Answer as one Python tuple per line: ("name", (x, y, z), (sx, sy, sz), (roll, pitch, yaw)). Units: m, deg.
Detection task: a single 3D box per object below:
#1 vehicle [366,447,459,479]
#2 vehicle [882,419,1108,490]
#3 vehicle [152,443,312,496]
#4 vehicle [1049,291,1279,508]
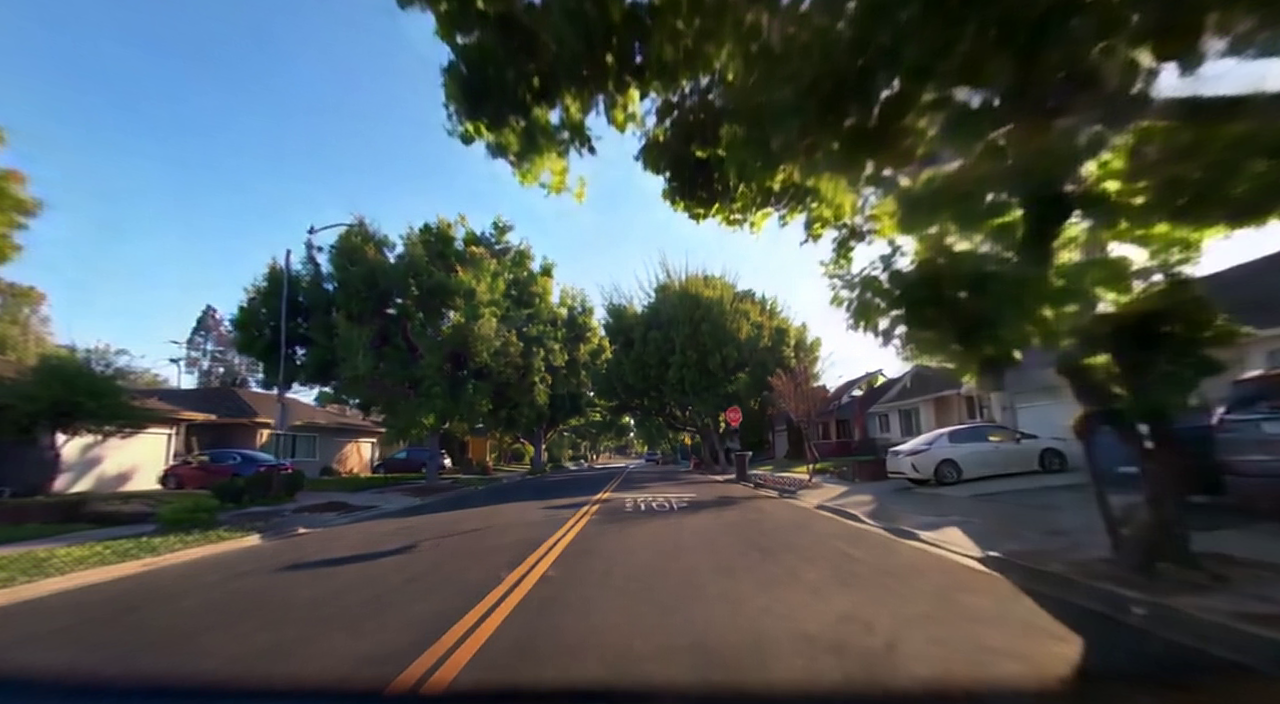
("vehicle", (-13.723, 6.693, 38.354), (4.809, 1.865, 2.093), (0, -9, -2))
("vehicle", (9.923, 2.895, 17.977), (5.234, 1.868, 2.014), (0, -9, -4))
("vehicle", (-14.494, 4.150, 22.602), (4.493, 1.776, 1.997), (-1, -9, 9))
("vehicle", (11.424, 0.894, 10.459), (7.302, 3.055, 2.848), (1, -8, -2))
